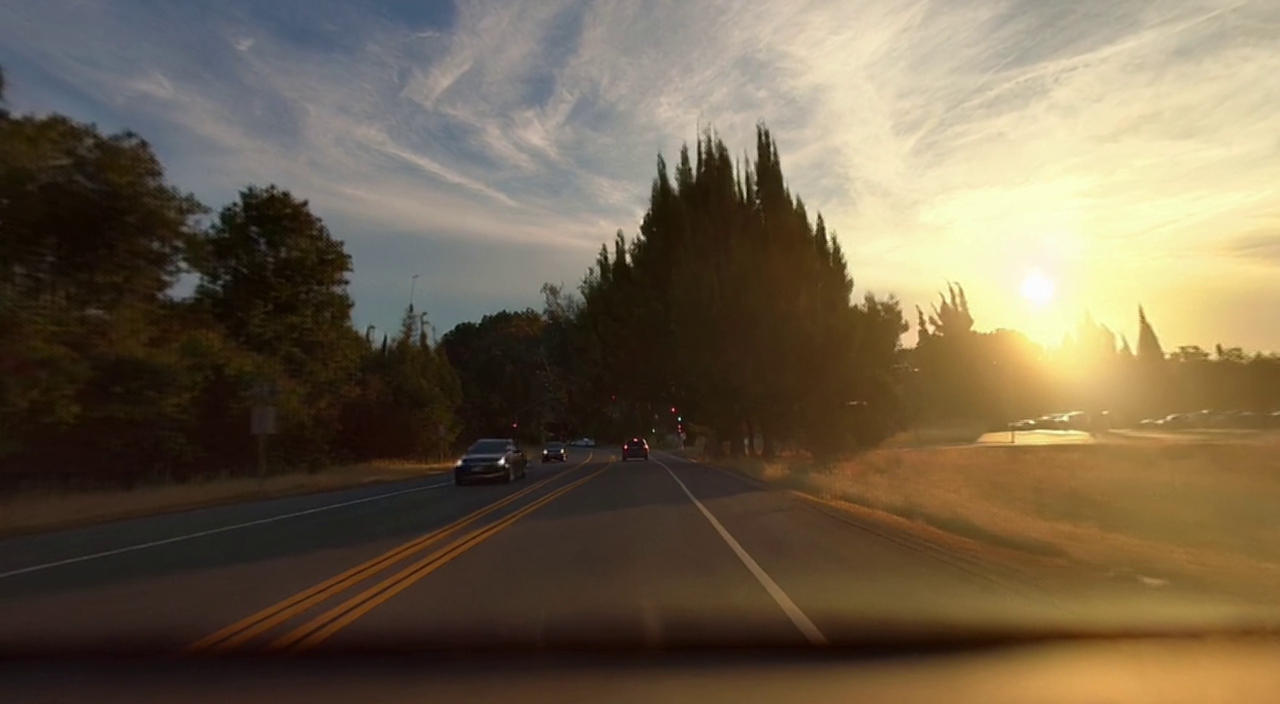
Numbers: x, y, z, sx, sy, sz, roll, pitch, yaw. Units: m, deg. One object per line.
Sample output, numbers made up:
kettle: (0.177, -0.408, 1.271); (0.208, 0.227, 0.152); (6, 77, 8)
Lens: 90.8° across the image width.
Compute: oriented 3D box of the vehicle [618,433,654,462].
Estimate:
vehicle: (-0.324, 7.406, 48.915); (2.574, 2.059, 5.331); (0, -8, -1)

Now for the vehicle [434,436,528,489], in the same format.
vehicle: (-5.645, 3.975, 23.147); (2.347, 1.720, 4.687); (0, -8, -2)
